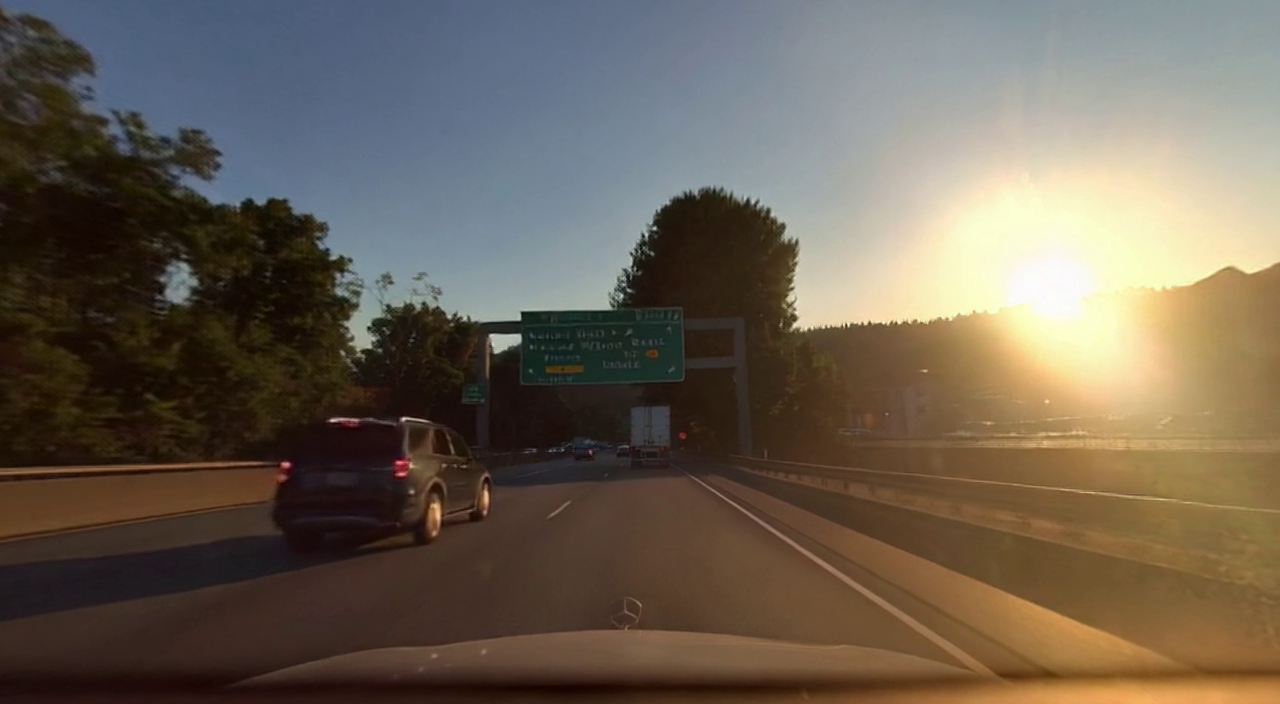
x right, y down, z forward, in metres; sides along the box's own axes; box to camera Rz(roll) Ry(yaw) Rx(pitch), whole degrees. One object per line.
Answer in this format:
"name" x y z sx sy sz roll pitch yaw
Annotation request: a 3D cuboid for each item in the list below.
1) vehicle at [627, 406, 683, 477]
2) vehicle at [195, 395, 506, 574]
"vehicle" 0.851 5.748 39.865 2.976 3.800 12.335 0 -9 0
"vehicle" -3.700 1.850 9.522 2.226 1.933 5.179 0 -9 0
